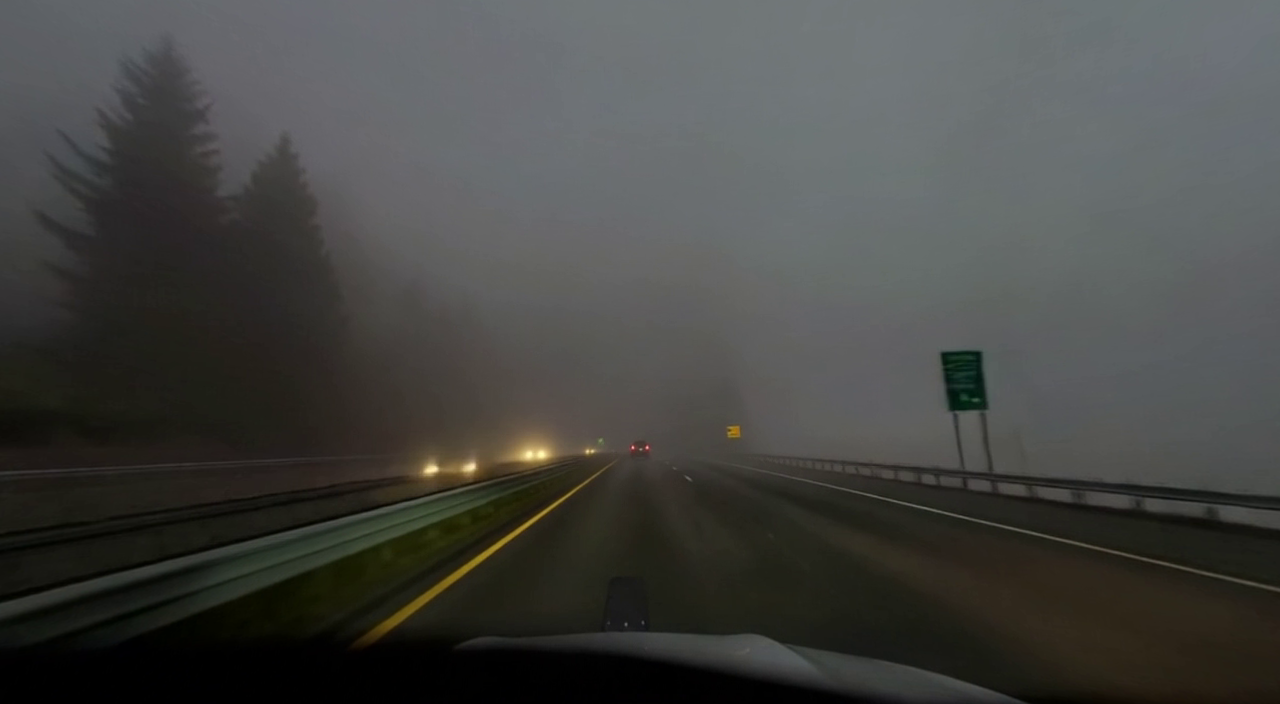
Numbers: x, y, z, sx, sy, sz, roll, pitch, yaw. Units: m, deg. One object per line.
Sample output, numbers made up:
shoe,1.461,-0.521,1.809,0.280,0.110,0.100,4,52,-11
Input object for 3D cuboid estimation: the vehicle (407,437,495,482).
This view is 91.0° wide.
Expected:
vehicle,-7.543,4.321,25.645,2.106,1.610,4.411,0,-8,1
